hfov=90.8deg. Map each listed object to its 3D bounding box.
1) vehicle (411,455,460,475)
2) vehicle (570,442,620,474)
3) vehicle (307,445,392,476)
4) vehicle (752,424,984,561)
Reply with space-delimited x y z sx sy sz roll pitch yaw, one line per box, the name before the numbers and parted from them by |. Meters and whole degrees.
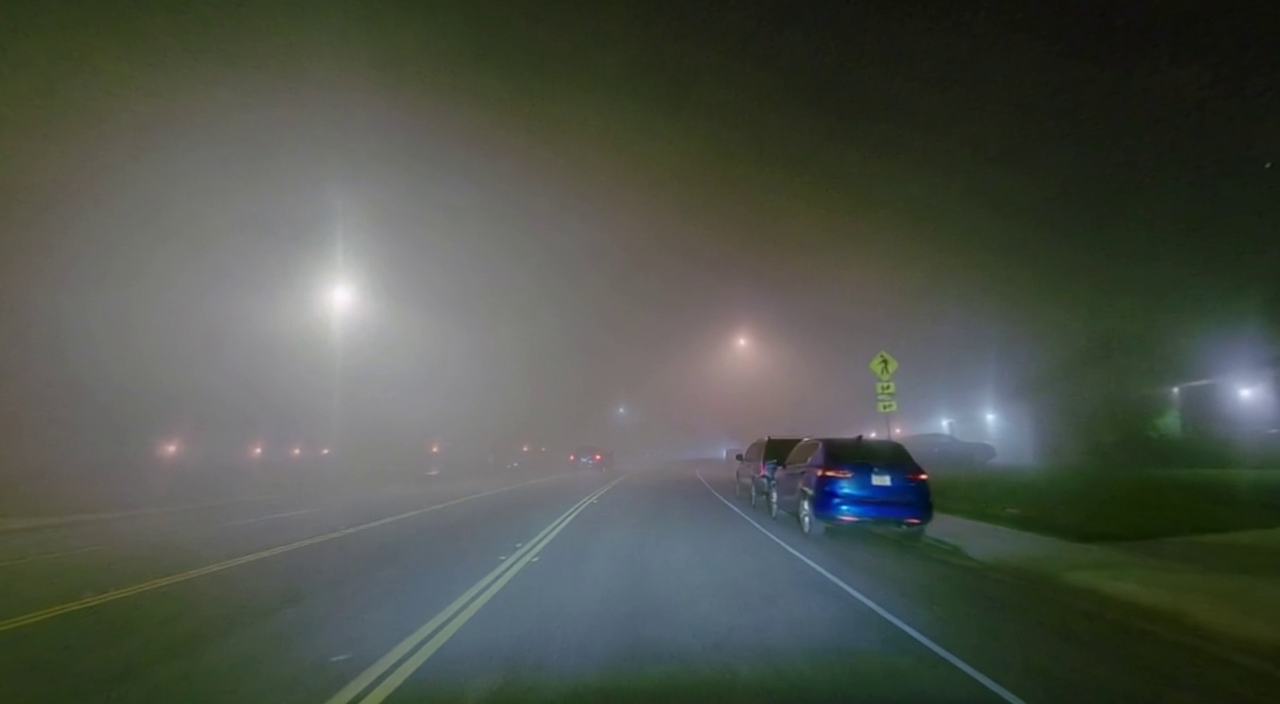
vehicle | -15.621 8.623 48.556 1.872 1.396 4.150 -1 -9 8
vehicle | -2.534 6.101 36.608 2.135 1.731 4.232 -1 -9 6
vehicle | -19.079 7.157 41.624 4.628 1.808 1.899 0 -12 7
vehicle | 3.445 2.220 10.842 2.147 1.725 4.927 2 -8 0
